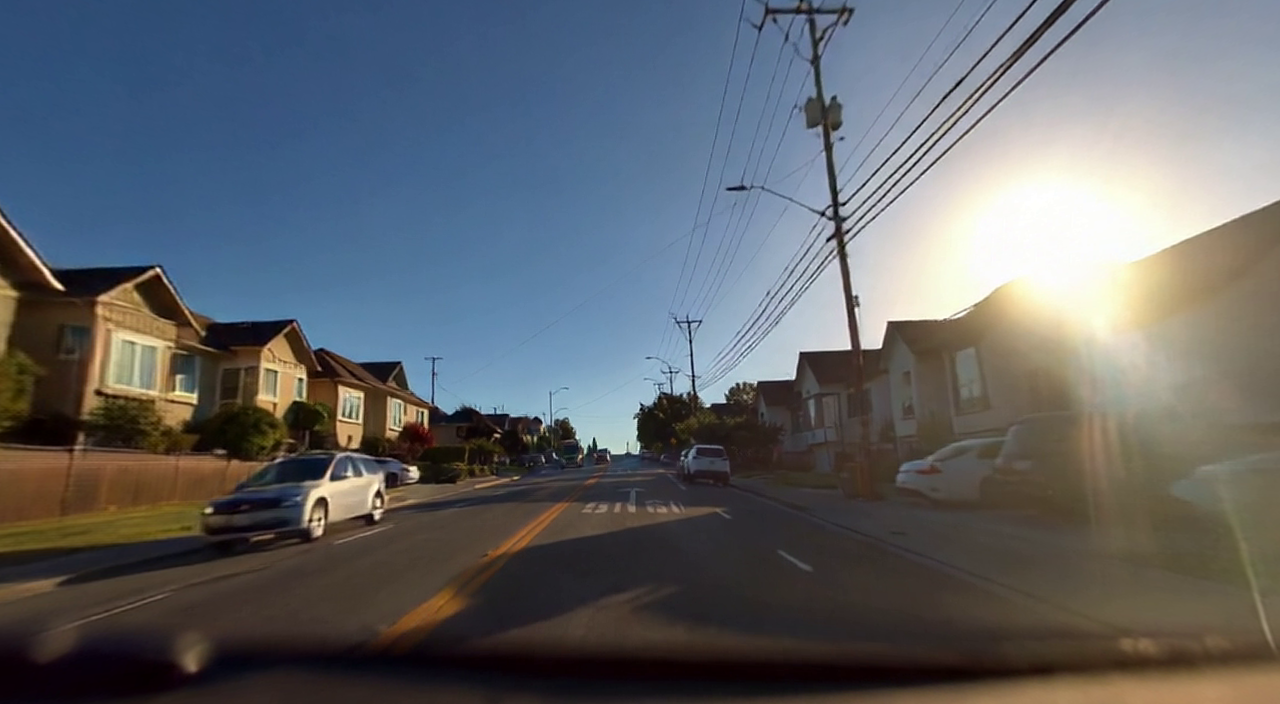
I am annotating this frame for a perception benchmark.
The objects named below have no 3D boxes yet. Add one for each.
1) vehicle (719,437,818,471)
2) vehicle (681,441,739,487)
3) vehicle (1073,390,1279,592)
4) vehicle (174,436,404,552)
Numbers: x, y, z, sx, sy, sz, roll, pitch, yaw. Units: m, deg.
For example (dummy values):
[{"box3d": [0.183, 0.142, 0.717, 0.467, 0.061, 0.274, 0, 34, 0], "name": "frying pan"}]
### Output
[{"box3d": [7.422, 5.959, 36.983, 5.288, 1.871, 2.148, 0, -8, 0], "name": "vehicle"}, {"box3d": [2.850, 4.678, 26.686, 1.945, 1.792, 3.903, 0, -8, -1], "name": "vehicle"}, {"box3d": [6.912, 1.113, 5.209, 2.764, 1.753, 5.704, -3, -7, 2], "name": "vehicle"}, {"box3d": [-6.488, 2.668, 12.463, 2.056, 1.741, 4.532, -2, -10, -2], "name": "vehicle"}]
